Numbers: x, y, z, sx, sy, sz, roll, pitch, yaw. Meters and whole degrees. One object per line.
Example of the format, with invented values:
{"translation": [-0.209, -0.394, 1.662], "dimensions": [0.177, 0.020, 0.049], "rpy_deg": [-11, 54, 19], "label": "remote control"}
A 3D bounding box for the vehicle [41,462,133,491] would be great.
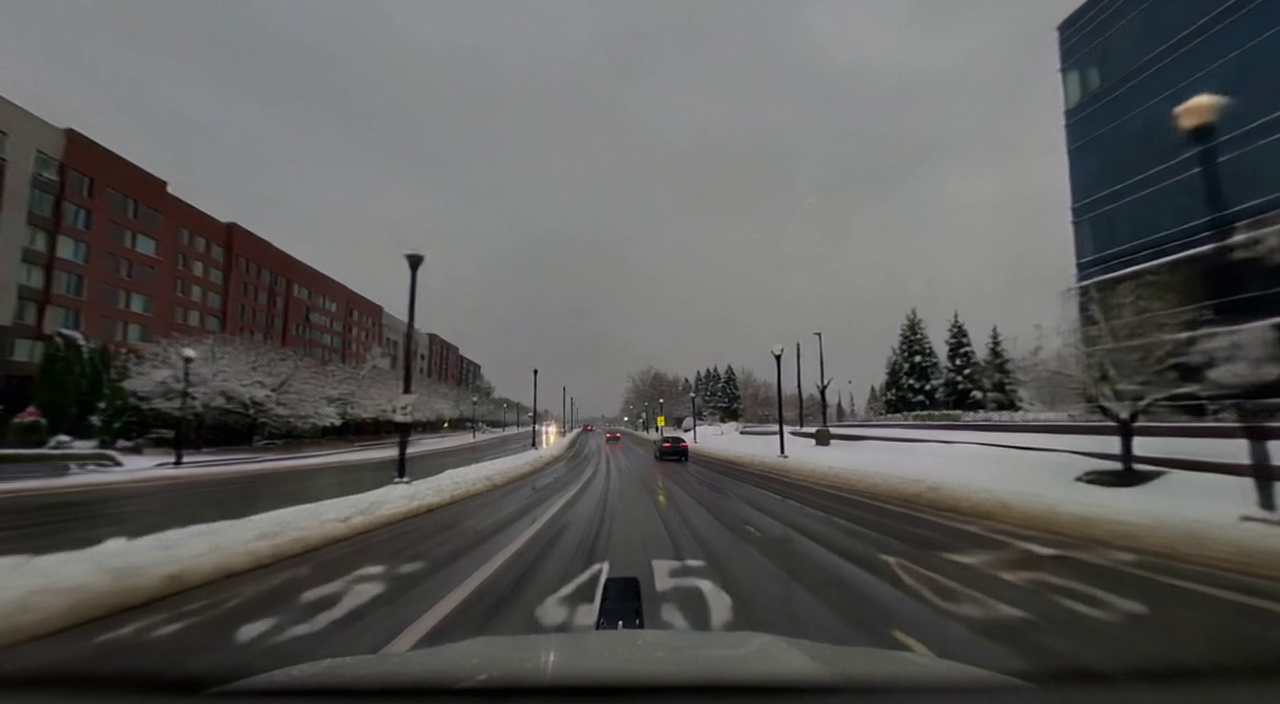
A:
{"translation": [-29.289, 6.593, 33.603], "dimensions": [1.655, 1.389, 3.364], "rpy_deg": [0, -9, 4], "label": "vehicle"}

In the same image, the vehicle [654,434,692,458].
{"translation": [2.154, 6.291, 42.217], "dimensions": [2.090, 1.506, 4.382], "rpy_deg": [0, -8, -3], "label": "vehicle"}
